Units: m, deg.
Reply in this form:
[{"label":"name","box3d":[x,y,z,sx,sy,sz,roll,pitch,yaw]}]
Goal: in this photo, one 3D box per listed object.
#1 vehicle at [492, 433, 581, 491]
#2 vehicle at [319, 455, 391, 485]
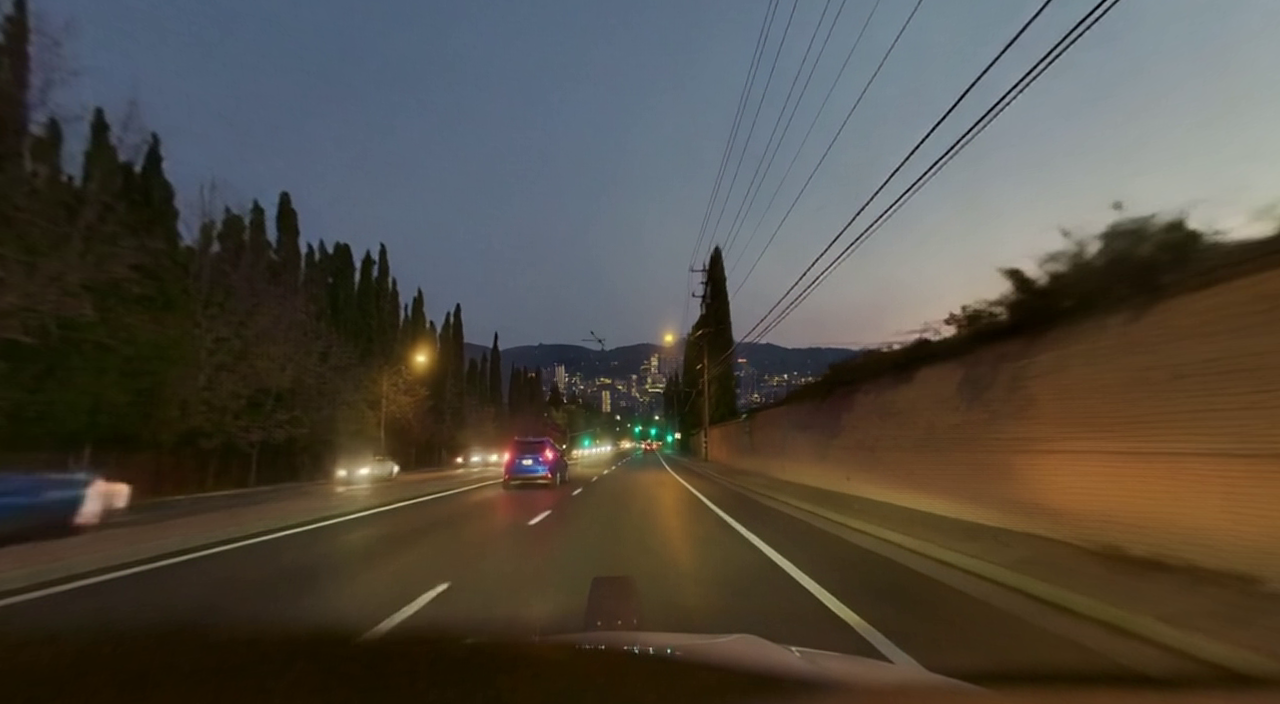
[{"label":"vehicle","box3d":[-3.320,3.635,21.149,2.147,1.730,4.555,0,-8,1]},{"label":"vehicle","box3d":[-15.732,6.513,34.984,1.921,1.467,4.297,0,-8,1]}]
